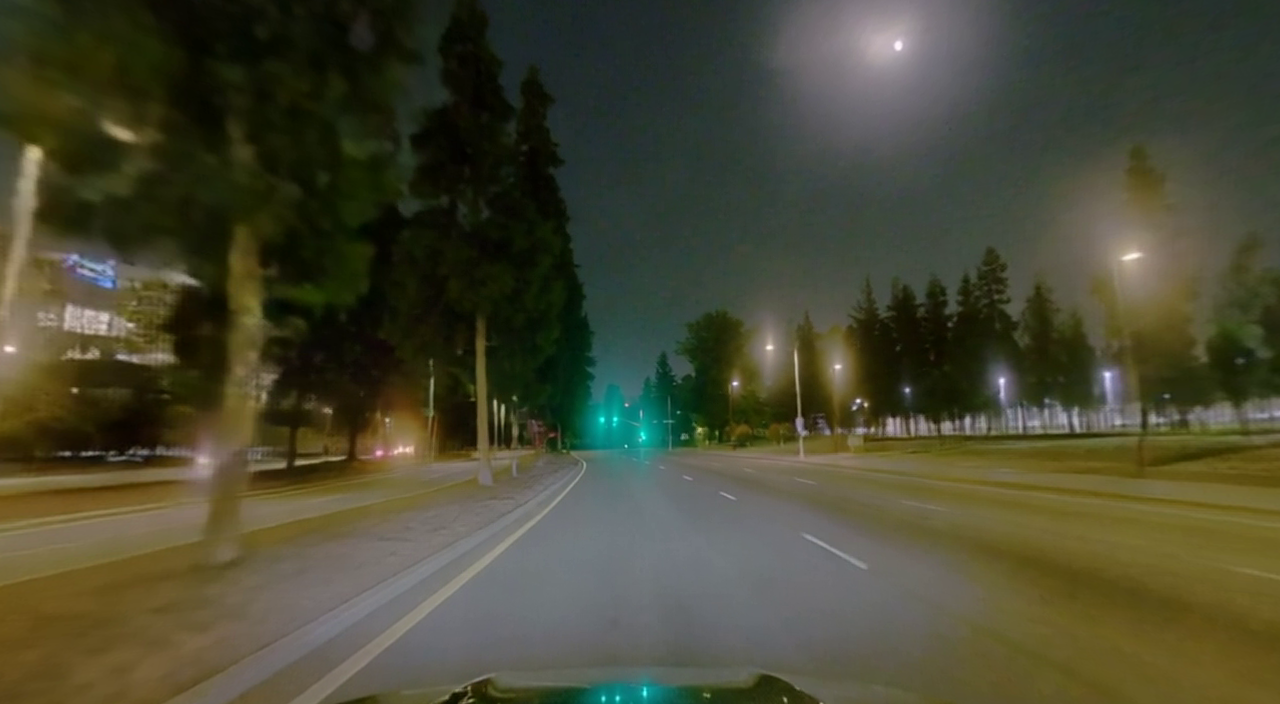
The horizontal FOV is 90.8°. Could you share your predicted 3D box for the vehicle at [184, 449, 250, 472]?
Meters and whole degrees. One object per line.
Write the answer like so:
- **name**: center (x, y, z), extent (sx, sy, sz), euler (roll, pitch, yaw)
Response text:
- **vehicle**: center (-29.467, 7.519, 44.184), extent (1.863, 1.468, 4.560), euler (1, -8, -6)
